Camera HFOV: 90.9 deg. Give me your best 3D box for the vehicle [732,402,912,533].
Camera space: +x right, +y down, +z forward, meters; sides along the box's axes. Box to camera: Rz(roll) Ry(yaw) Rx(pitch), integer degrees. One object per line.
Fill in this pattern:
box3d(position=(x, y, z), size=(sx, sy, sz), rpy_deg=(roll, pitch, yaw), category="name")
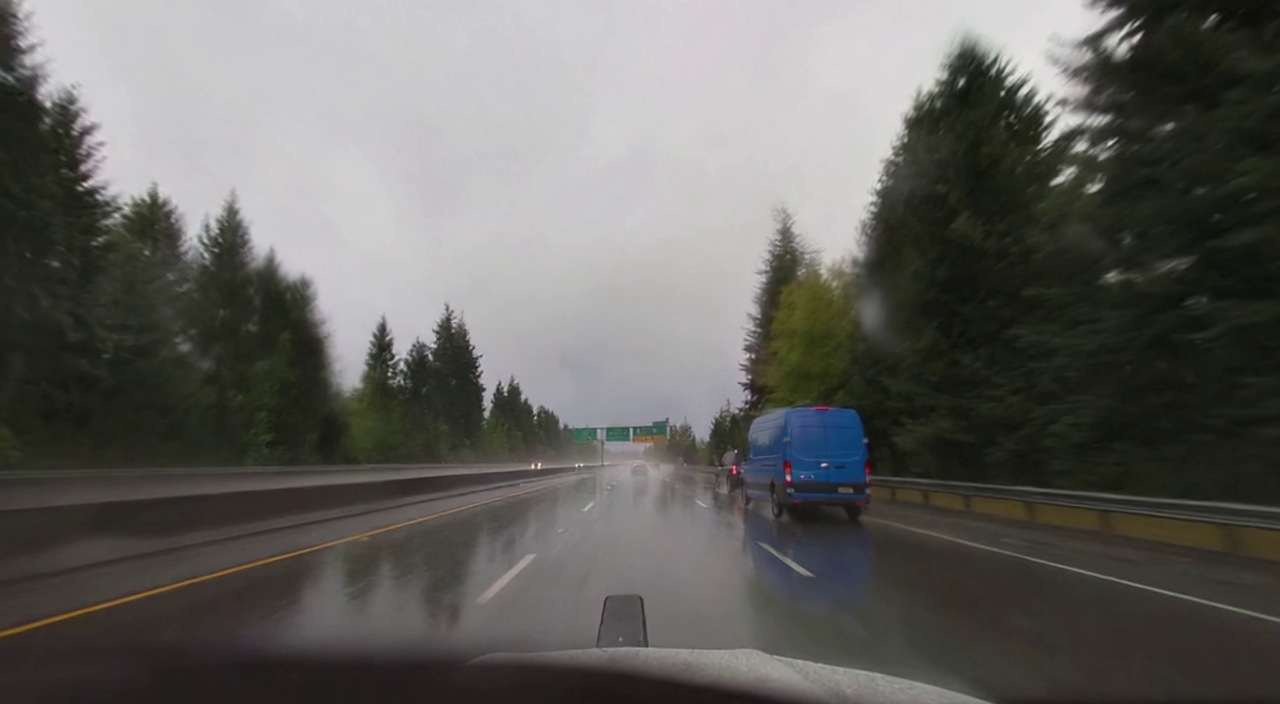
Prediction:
box3d(position=(4.330, 3.039, 16.725), size=(2.737, 2.711, 6.687), rpy_deg=(1, -10, 0), category="vehicle")
